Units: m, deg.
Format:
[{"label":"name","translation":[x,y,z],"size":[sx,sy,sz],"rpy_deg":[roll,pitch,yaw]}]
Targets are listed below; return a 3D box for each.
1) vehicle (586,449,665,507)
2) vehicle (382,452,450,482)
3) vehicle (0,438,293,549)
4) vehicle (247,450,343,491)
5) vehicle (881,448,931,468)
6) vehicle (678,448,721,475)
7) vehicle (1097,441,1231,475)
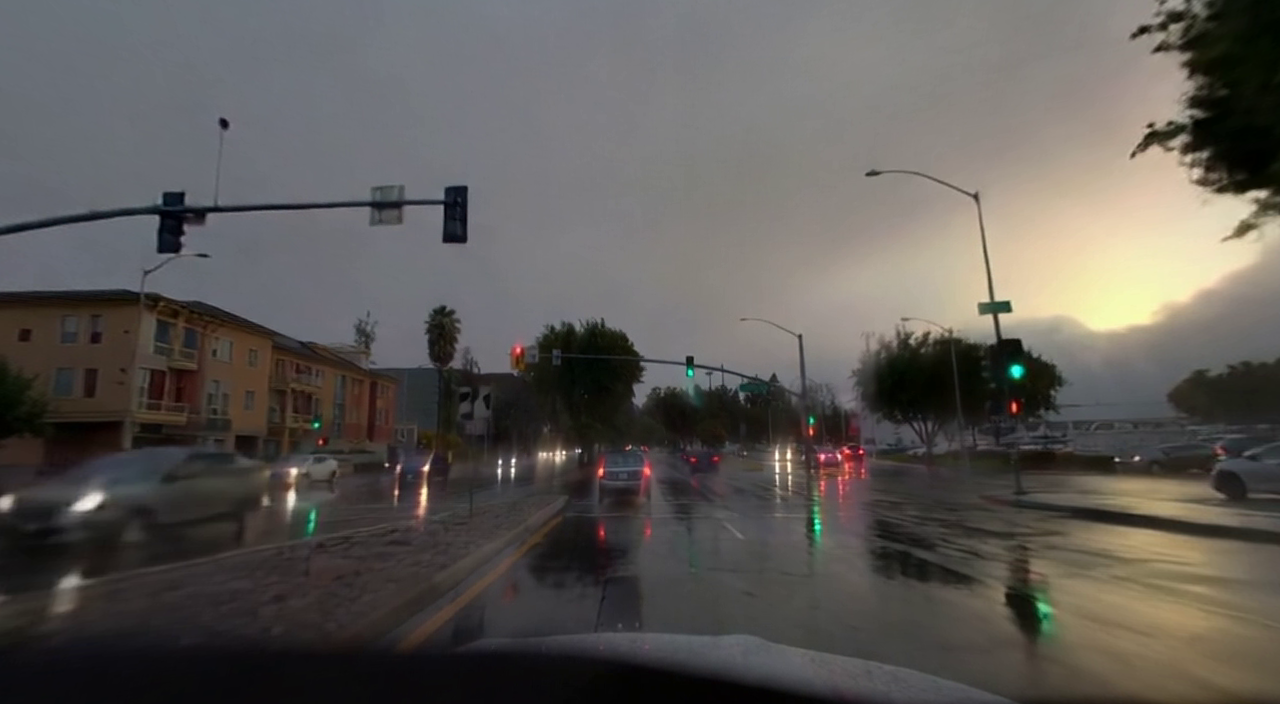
[{"label":"vehicle","translation":[-0.382,3.512,18.067],"size":[2.010,1.447,4.121],"rpy_deg":[0,-9,-1]},{"label":"vehicle","translation":[-12.054,6.213,34.230],"size":[1.963,1.504,4.640],"rpy_deg":[0,-9,0]},{"label":"vehicle","translation":[-8.507,2.377,11.287],"size":[1.966,1.571,4.479],"rpy_deg":[0,-9,0]},{"label":"vehicle","translation":[-15.840,5.441,29.190],"size":[1.922,1.717,4.366],"rpy_deg":[0,-9,0]},{"label":"vehicle","translation":[19.936,7.922,47.065],"size":[1.932,1.430,4.203],"rpy_deg":[-8,-12,43]},{"label":"vehicle","translation":[3.437,6.378,36.866],"size":[2.023,1.506,3.816],"rpy_deg":[0,-9,-2]},{"label":"vehicle","translation":[26.007,5.285,31.388],"size":[4.665,1.612,1.937],"rpy_deg":[-1,-9,8]}]
